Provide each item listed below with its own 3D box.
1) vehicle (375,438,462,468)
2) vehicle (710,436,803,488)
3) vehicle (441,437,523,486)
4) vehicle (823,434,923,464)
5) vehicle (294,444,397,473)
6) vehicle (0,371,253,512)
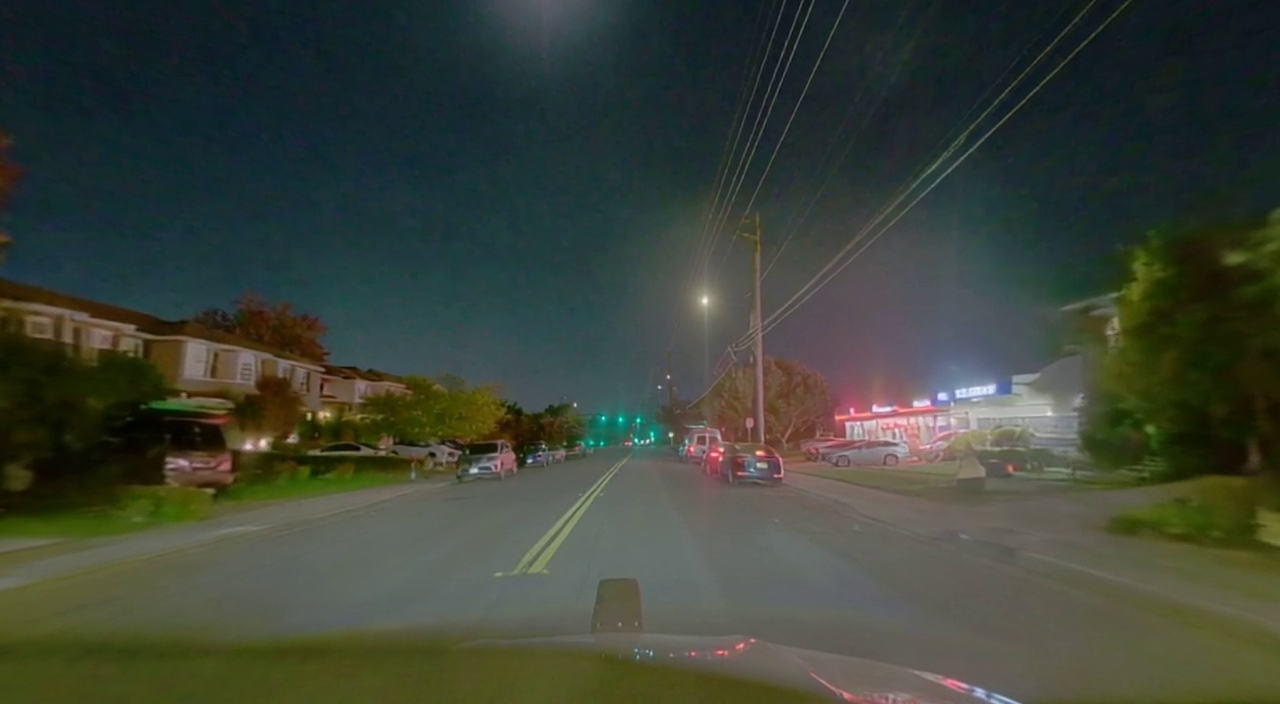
[{"bbox_3d":[-13.314,6.090,38.074,4.528,1.713,1.947,0,-8,-1],"label":"vehicle"},{"bbox_3d":[3.741,3.622,21.159,2.112,1.528,4.944,0,-8,-1],"label":"vehicle"},{"bbox_3d":[-6.136,4.287,25.013,1.989,1.693,4.292,-2,-8,2],"label":"vehicle"},{"bbox_3d":[12.526,5.270,34.087,4.606,1.484,2.042,0,-11,1],"label":"vehicle"},{"bbox_3d":[-15.322,5.545,32.921,4.388,1.466,2.008,0,-8,-1],"label":"vehicle"},{"bbox_3d":[-12.566,2.146,15.149,4.773,3.051,2.400,-1,-8,-1],"label":"vehicle"}]
